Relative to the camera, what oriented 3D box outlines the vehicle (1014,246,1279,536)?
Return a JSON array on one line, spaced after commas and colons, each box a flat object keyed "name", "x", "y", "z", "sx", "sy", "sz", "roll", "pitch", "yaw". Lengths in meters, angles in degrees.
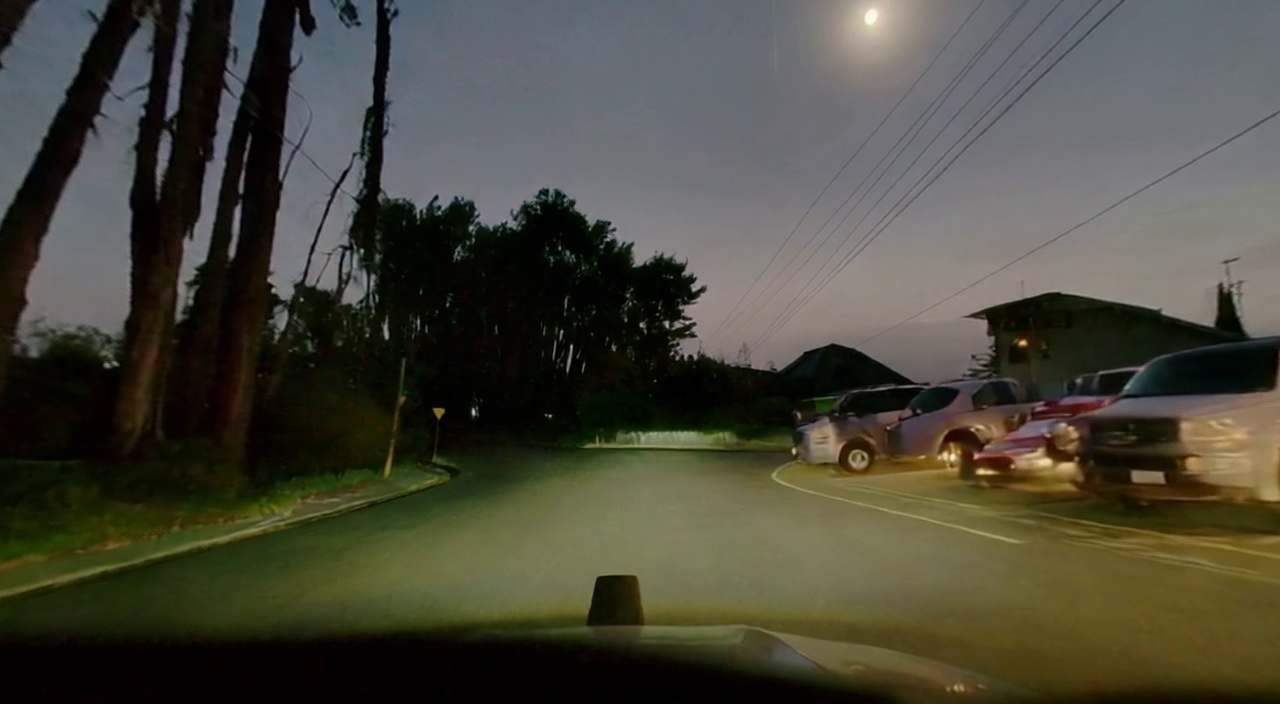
[{"name": "vehicle", "x": 6.972, "y": 0.576, "z": 7.009, "sx": 5.269, "sy": 2.289, "sz": 2.446, "roll": 5, "pitch": -10, "yaw": -30}]
